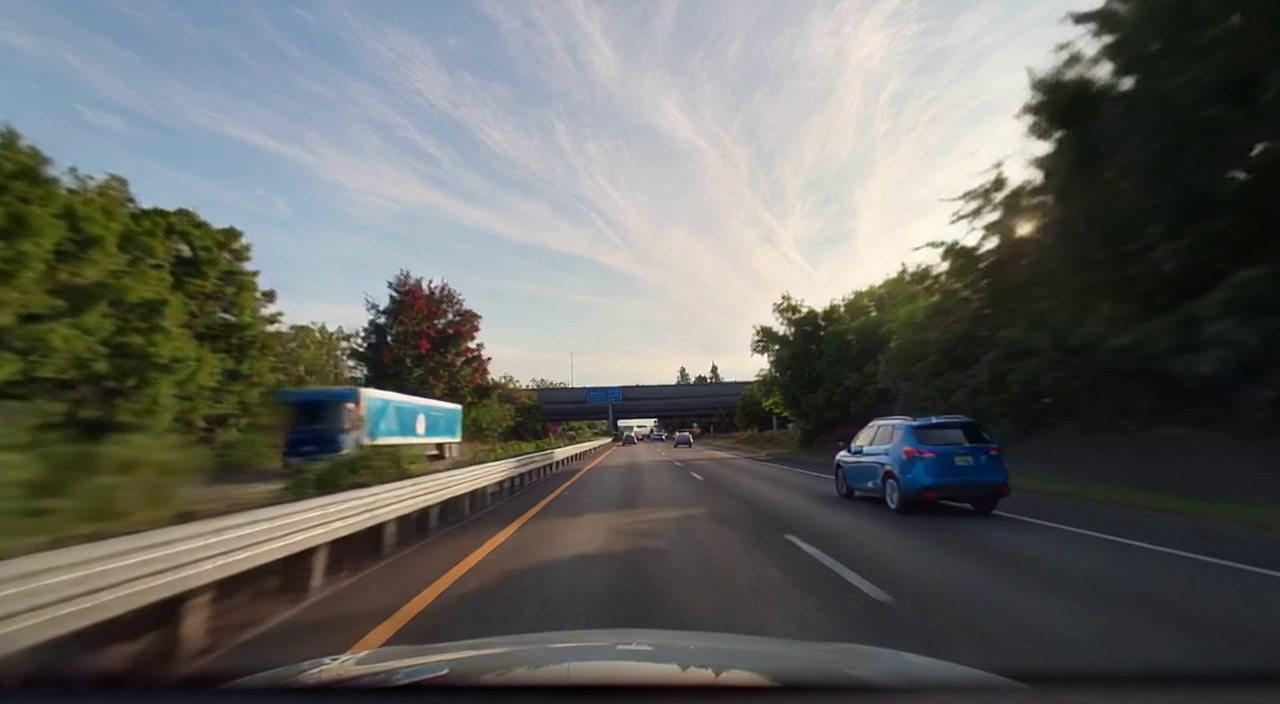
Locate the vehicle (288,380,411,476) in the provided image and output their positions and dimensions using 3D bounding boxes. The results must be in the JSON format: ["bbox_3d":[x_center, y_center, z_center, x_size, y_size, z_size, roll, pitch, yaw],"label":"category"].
[{"bbox_3d":[-13.291,3.591,29.531,2.950,4.010,6.013,0,-8,-2],"label":"vehicle"}]

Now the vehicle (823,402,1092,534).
[{"bbox_3d":[4.643,1.751,10.105,2.073,1.651,4.065,0,-8,-2],"label":"vehicle"}]
